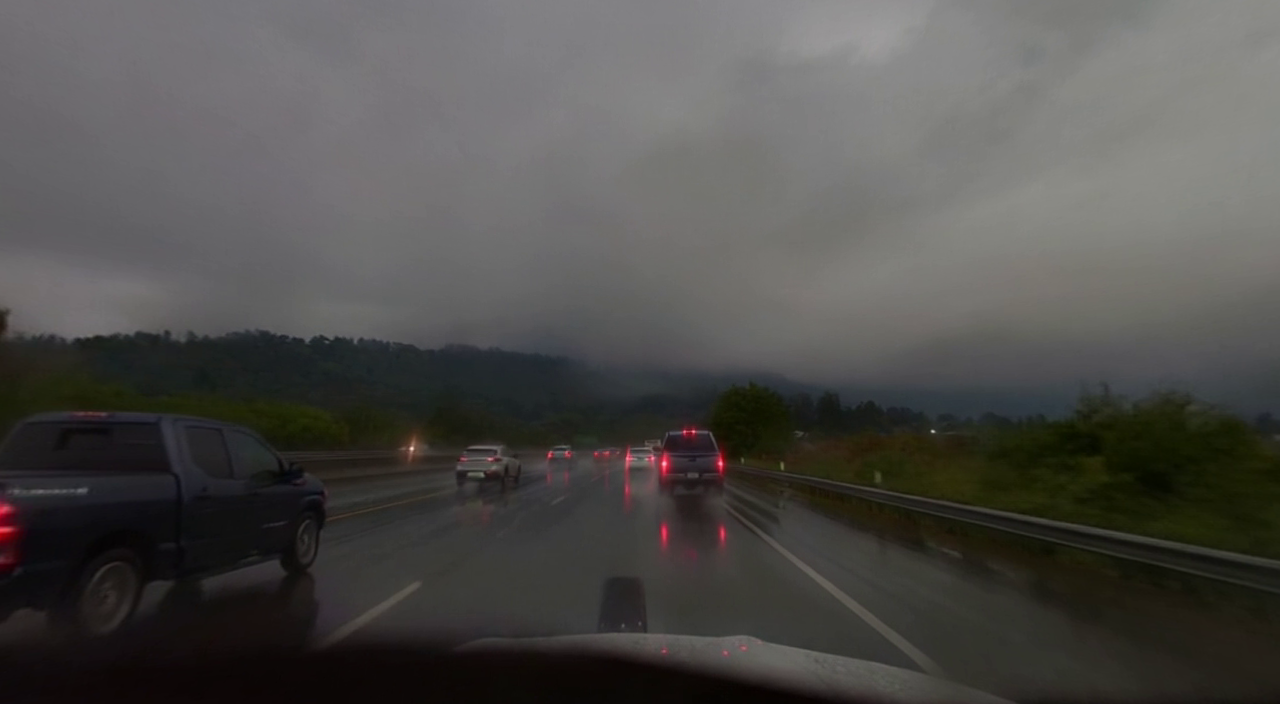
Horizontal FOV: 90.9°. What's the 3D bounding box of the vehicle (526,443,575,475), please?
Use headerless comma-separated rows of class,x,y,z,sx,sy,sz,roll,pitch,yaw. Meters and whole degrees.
vehicle,-4.440,5.394,31.924,1.867,1.489,3.829,0,-9,1

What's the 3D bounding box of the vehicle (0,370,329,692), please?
vehicle,-4.300,1.118,4.521,2.034,1.642,3.969,0,-9,1

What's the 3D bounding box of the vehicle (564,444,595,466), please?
vehicle,-4.513,7.745,47.471,1.855,1.527,4.209,0,-9,0

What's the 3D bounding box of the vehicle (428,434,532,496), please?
vehicle,-4.646,3.344,19.015,1.934,1.642,4.201,0,-9,2

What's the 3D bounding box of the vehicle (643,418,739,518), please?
vehicle,0.996,2.558,14.311,1.825,1.920,3.960,0,-9,0
